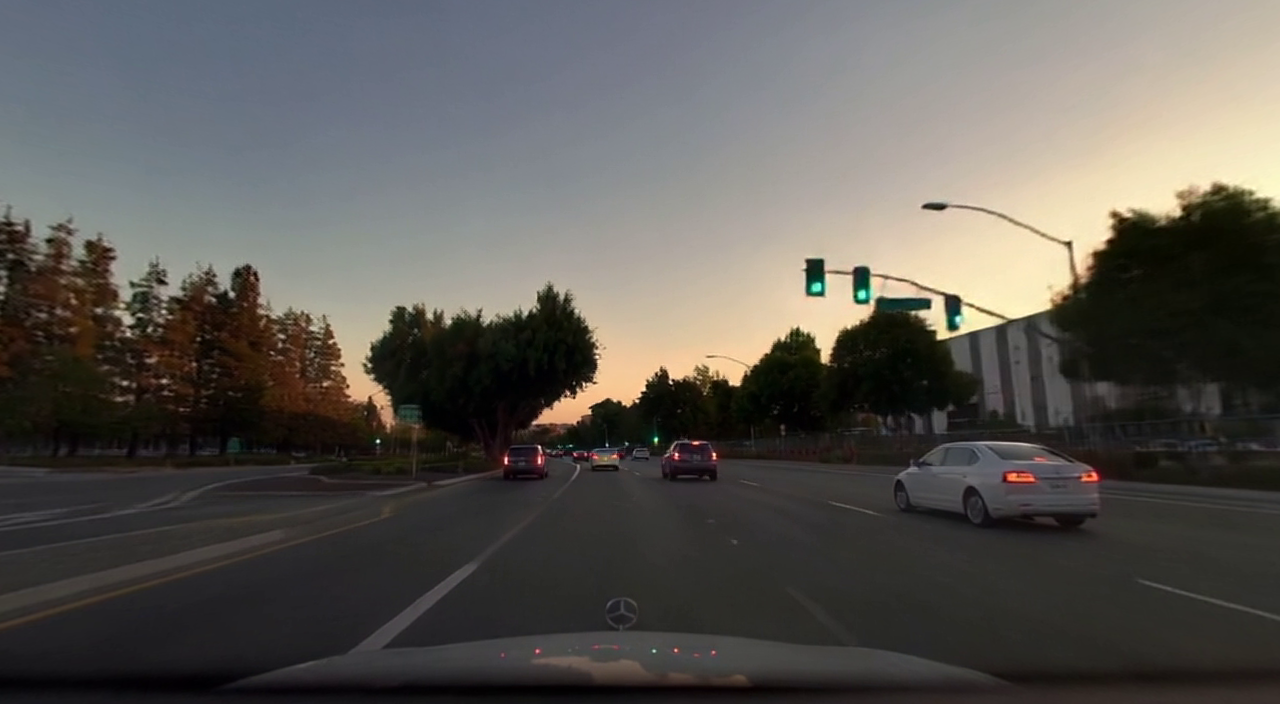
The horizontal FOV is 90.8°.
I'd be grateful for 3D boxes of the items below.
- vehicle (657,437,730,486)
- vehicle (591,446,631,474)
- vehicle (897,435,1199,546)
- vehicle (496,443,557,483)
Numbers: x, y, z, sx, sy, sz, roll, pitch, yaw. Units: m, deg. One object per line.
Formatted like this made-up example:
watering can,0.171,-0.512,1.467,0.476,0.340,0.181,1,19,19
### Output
vehicle,1.976,4.235,24.724,2.161,1.716,4.194,1,-8,-4
vehicle,-1.776,6.366,37.517,2.155,1.486,4.403,1,-8,-5
vehicle,6.172,2.114,10.364,1.945,1.408,4.288,0,-8,-3
vehicle,-5.025,4.964,28.567,2.172,1.671,4.175,0,-8,-3
